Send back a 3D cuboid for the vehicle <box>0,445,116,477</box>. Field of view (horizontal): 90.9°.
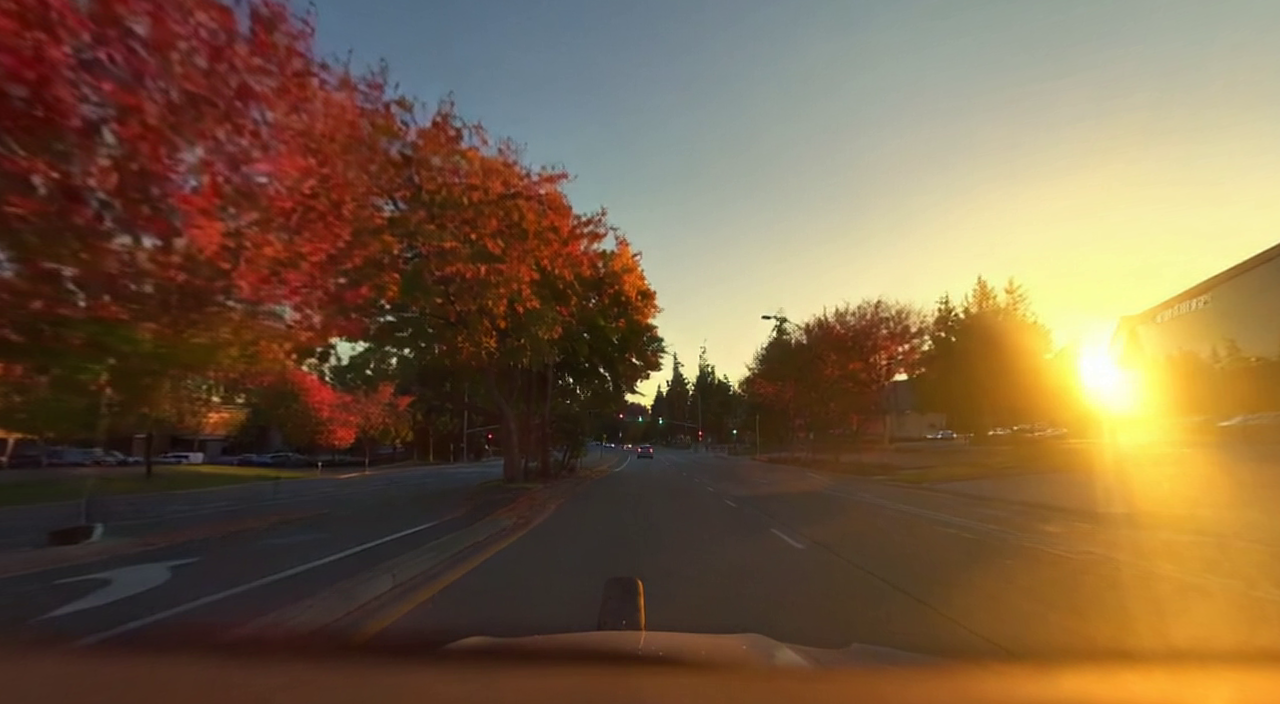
[{"bbox_3d":[-30.603,5.686,32.763,4.706,1.457,1.999,3,-11,-5],"label":"vehicle"}]
